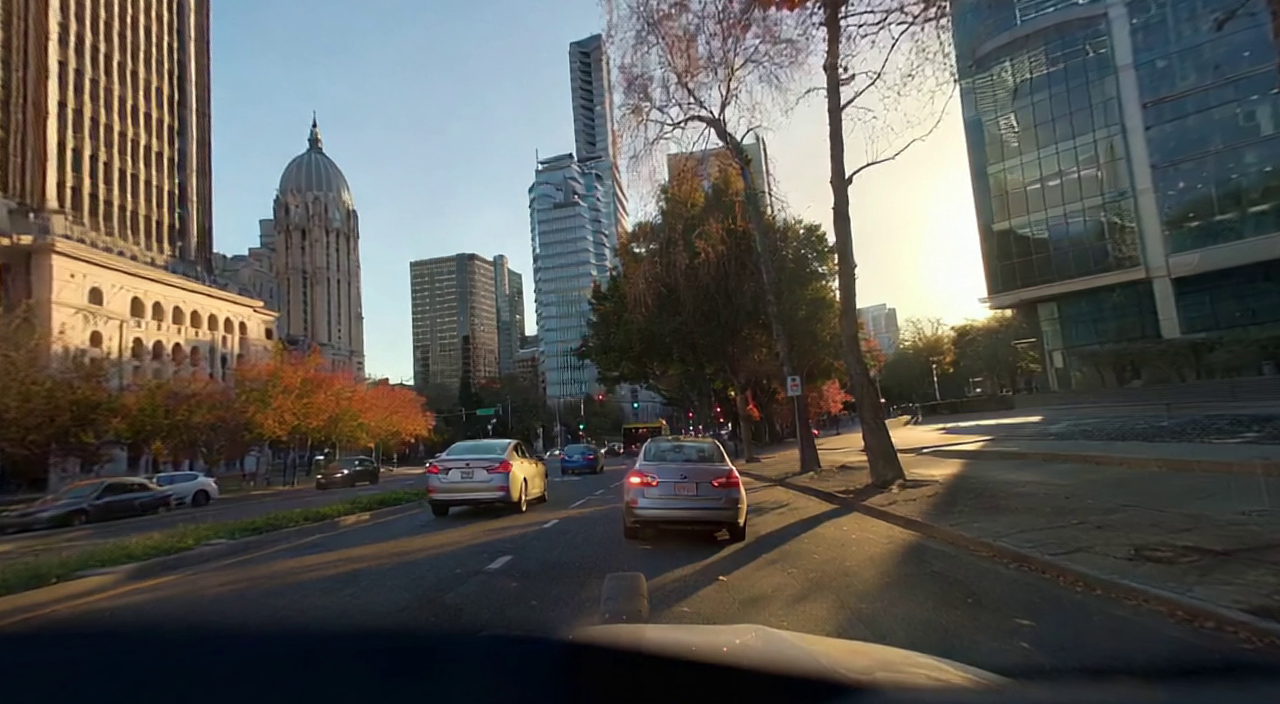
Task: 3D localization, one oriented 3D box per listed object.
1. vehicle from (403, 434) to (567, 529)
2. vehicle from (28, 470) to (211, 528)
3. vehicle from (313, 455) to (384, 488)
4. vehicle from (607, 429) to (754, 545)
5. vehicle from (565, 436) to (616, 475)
[{"bbox_3d":[-2.763,2.422,12.385,1.961,1.517,4.202,0,-9,3],"label":"vehicle"},{"bbox_3d":[-17.003,4.799,21.011,2.092,1.522,4.624,0,-9,1],"label":"vehicle"},{"bbox_3d":[-16.928,6.934,36.900,2.075,1.700,4.405,0,-9,0],"label":"vehicle"},{"bbox_3d":[0.612,2.074,10.301,1.933,1.504,3.802,0,-9,3],"label":"vehicle"},{"bbox_3d":[-2.350,5.018,30.827,1.969,1.764,4.160,0,-9,3],"label":"vehicle"}]
